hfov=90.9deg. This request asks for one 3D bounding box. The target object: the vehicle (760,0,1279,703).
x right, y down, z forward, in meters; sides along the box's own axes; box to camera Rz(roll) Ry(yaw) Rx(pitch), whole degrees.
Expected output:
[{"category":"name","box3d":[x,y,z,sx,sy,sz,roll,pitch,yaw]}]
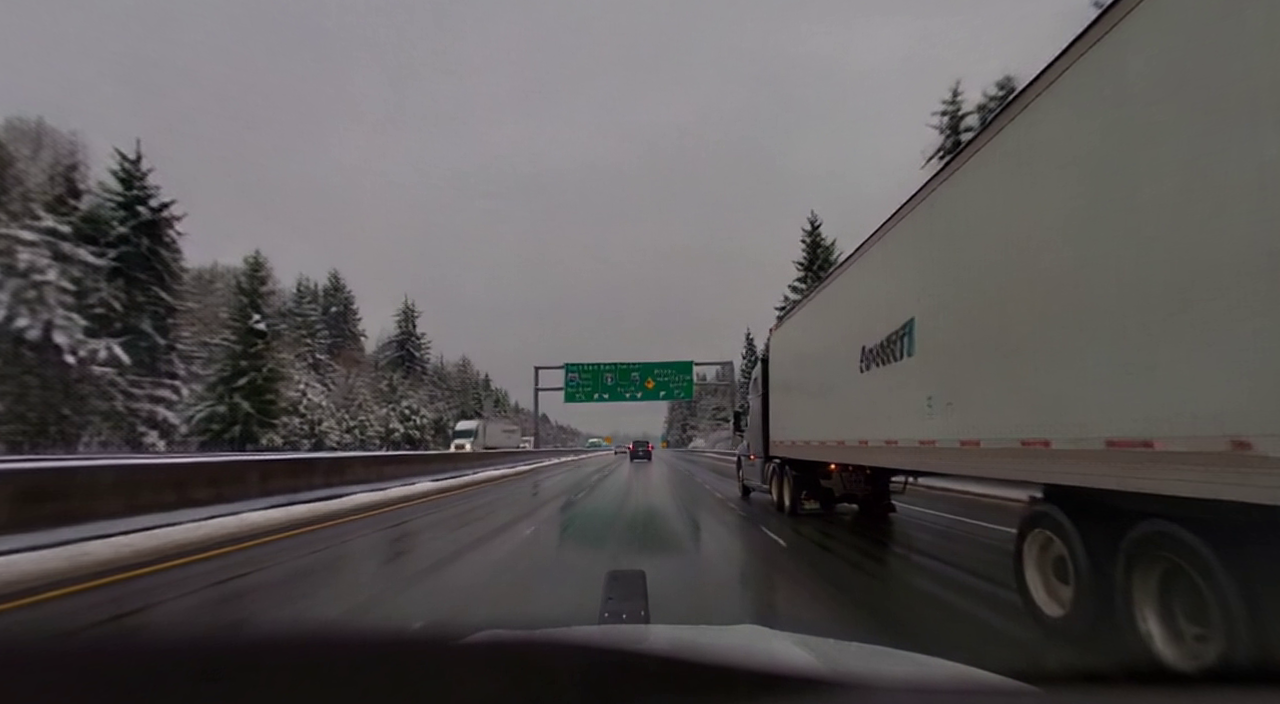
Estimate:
[{"category":"vehicle","box3d":[4.416,0.454,7.949,3.011,4.028,13.890,0,-9,0]}]

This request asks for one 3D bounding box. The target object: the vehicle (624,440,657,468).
[{"category":"vehicle","box3d":[0.039,6.613,40.799,2.067,1.690,3.901,0,-9,0]}]
